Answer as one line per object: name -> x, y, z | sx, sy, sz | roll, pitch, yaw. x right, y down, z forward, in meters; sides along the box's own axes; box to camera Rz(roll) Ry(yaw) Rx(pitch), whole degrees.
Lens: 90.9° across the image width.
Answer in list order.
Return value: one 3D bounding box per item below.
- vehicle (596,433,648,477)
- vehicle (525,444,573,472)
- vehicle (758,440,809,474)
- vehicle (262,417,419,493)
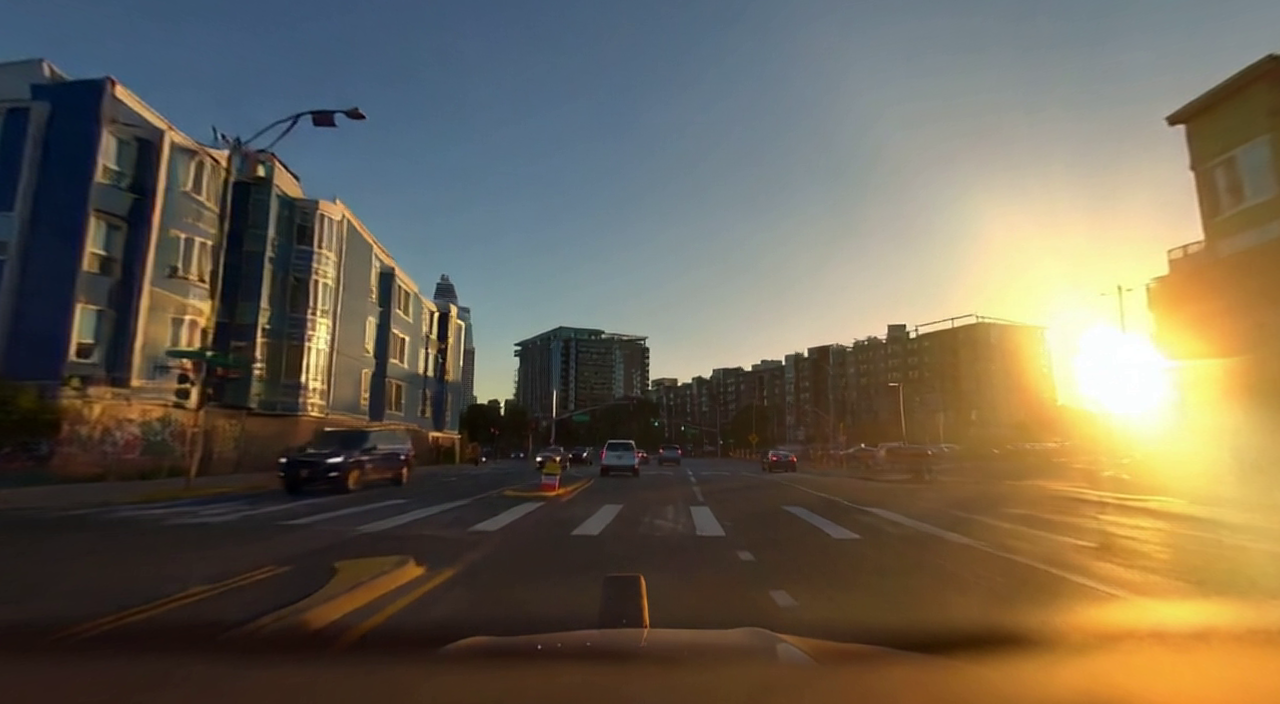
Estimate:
vehicle -> -0.814, 4.561, 28.260 | 2.160, 1.786, 4.702 | 0, -8, -2
vehicle -> -5.261, 6.164, 36.834 | 1.973, 1.502, 4.275 | -1, -8, 3
vehicle -> 8.031, 5.896, 35.663 | 1.952, 1.749, 4.311 | -1, -8, 2
vehicle -> -9.013, 3.164, 19.623 | 2.393, 2.059, 4.739 | -1, -8, 2
